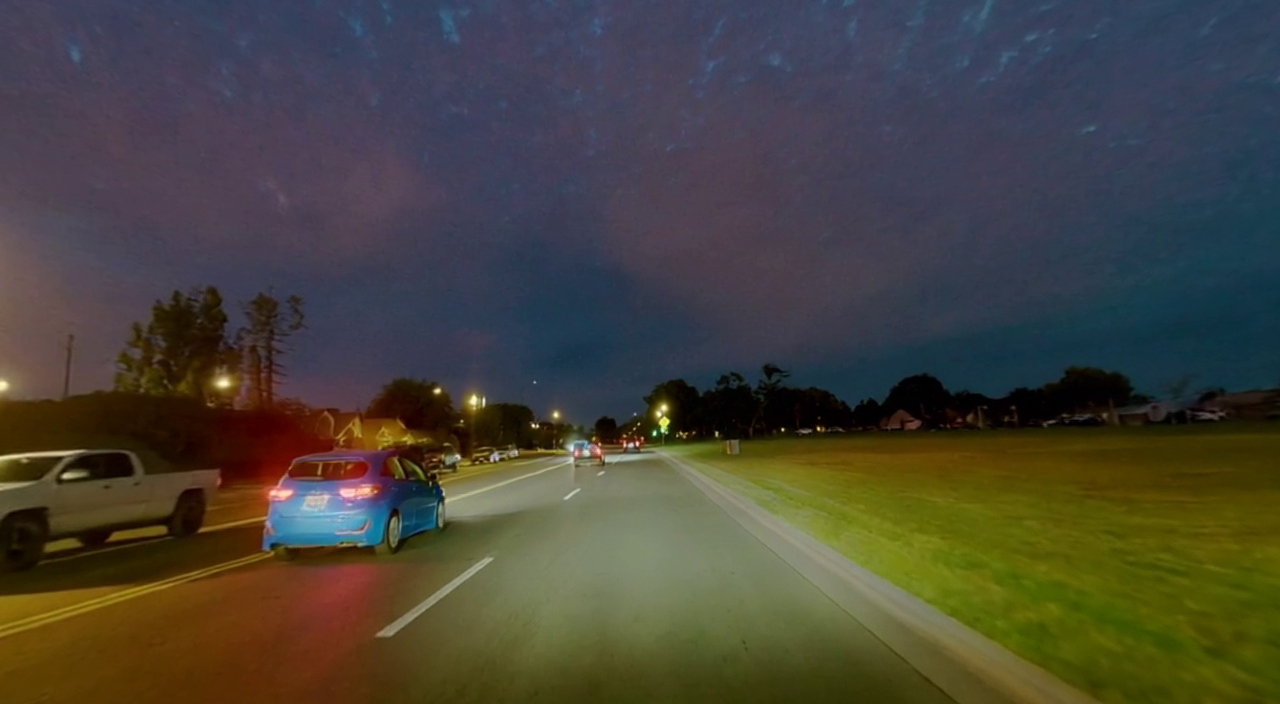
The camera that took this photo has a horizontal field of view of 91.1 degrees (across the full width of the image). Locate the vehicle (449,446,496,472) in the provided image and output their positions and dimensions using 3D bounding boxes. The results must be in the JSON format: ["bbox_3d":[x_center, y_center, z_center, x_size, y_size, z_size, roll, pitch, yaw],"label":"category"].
[{"bbox_3d":[-12.412,7.938,46.812,2.161,1.781,4.690,-1,-8,1],"label":"vehicle"}]

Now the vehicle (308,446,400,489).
[{"bbox_3d":[-12.537,5.044,27.906,2.106,1.701,4.629,0,-8,-4],"label":"vehicle"}]

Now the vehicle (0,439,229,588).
[{"bbox_3d":[-9.226,2.385,10.062,2.019,1.907,4.697,-1,-8,1],"label":"vehicle"}]

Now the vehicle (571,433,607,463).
[{"bbox_3d":[-3.199,6.185,40.438,1.908,1.809,4.230,0,-8,1],"label":"vehicle"}]

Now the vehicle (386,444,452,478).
[{"bbox_3d":[-12.491,6.152,35.804,2.066,1.785,4.608,0,-8,-1],"label":"vehicle"}]
